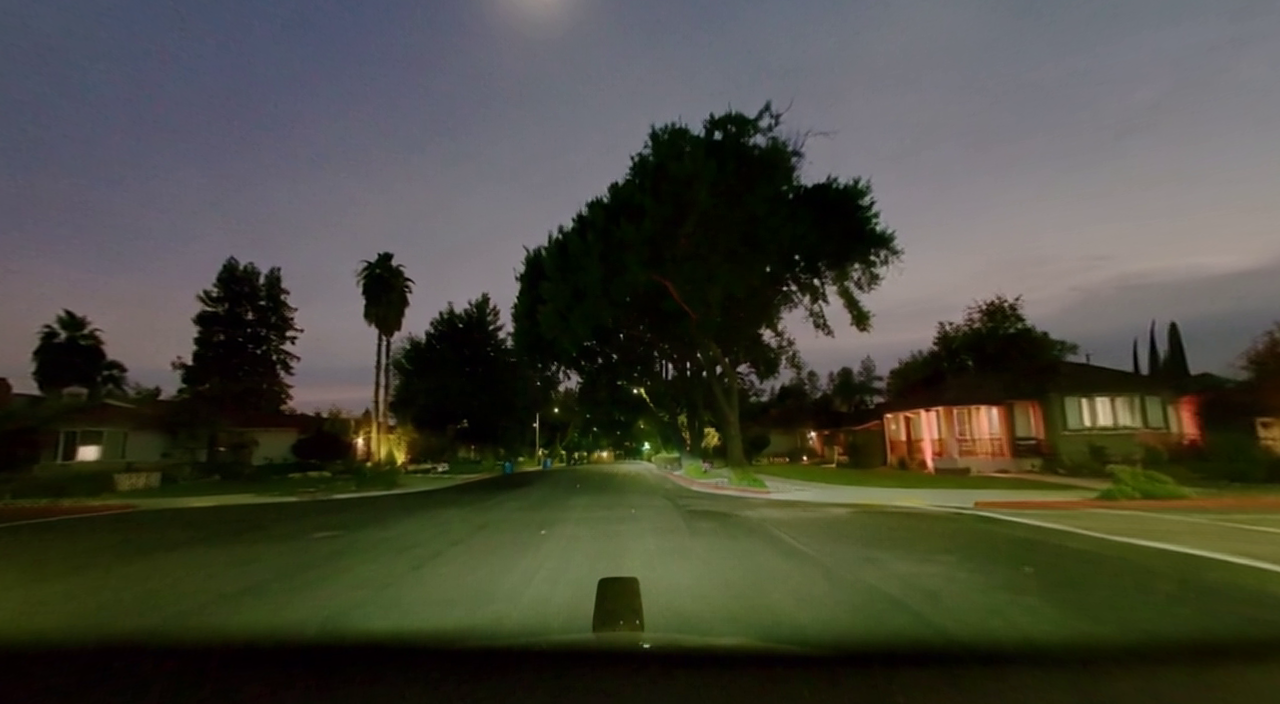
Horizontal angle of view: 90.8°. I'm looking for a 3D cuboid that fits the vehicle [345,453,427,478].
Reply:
[{"bbox_3d":[-16.079,7.176,40.168,4.358,1.516,2.077,1,-8,-4],"label":"vehicle"}]
